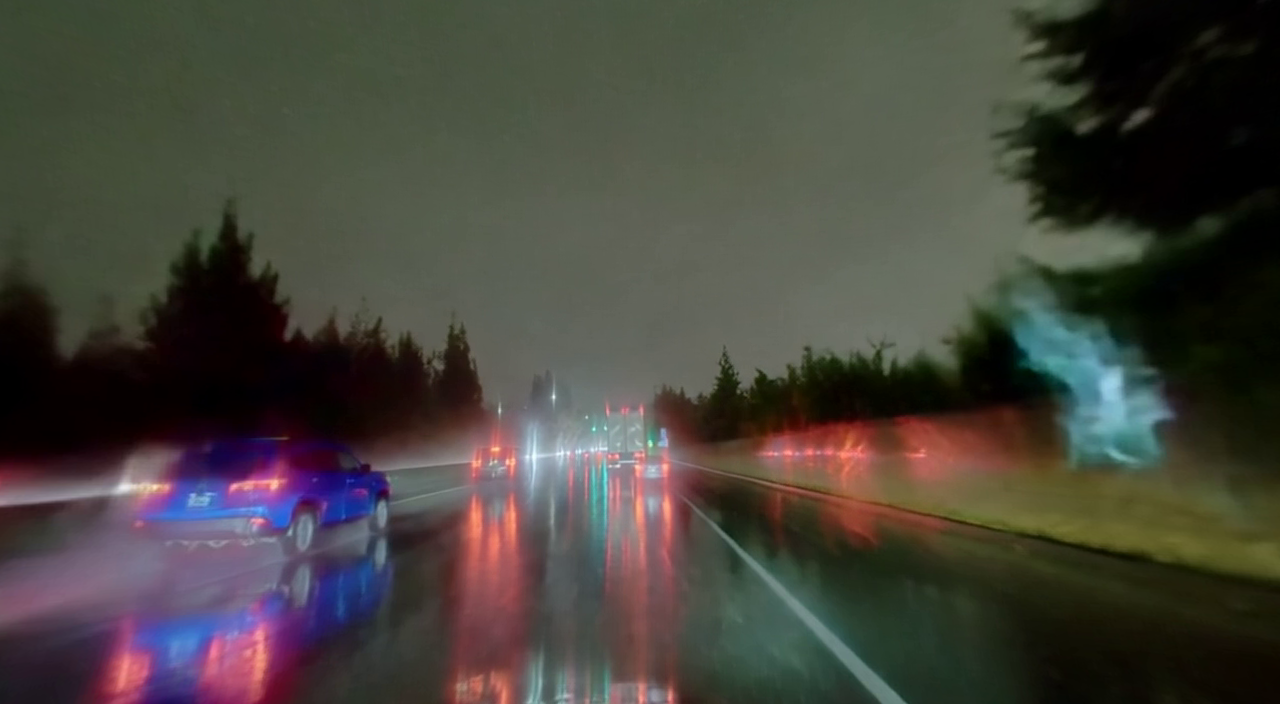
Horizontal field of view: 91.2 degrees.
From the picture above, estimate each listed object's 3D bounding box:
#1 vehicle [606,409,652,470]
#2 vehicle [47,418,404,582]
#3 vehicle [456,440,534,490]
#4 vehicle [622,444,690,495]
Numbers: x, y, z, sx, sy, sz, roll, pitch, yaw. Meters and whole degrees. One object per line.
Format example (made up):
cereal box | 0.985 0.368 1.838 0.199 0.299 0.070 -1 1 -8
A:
vehicle | -0.953 6.746 47.688 3.113 4.066 10.786 0 -9 -2
vehicle | -5.084 1.849 8.617 2.100 1.671 4.105 0 -9 -1
vehicle | -5.353 4.228 23.762 2.035 1.664 4.064 0 -9 -1
vehicle | 0.456 3.838 20.823 2.026 1.489 4.045 0 -9 -1
